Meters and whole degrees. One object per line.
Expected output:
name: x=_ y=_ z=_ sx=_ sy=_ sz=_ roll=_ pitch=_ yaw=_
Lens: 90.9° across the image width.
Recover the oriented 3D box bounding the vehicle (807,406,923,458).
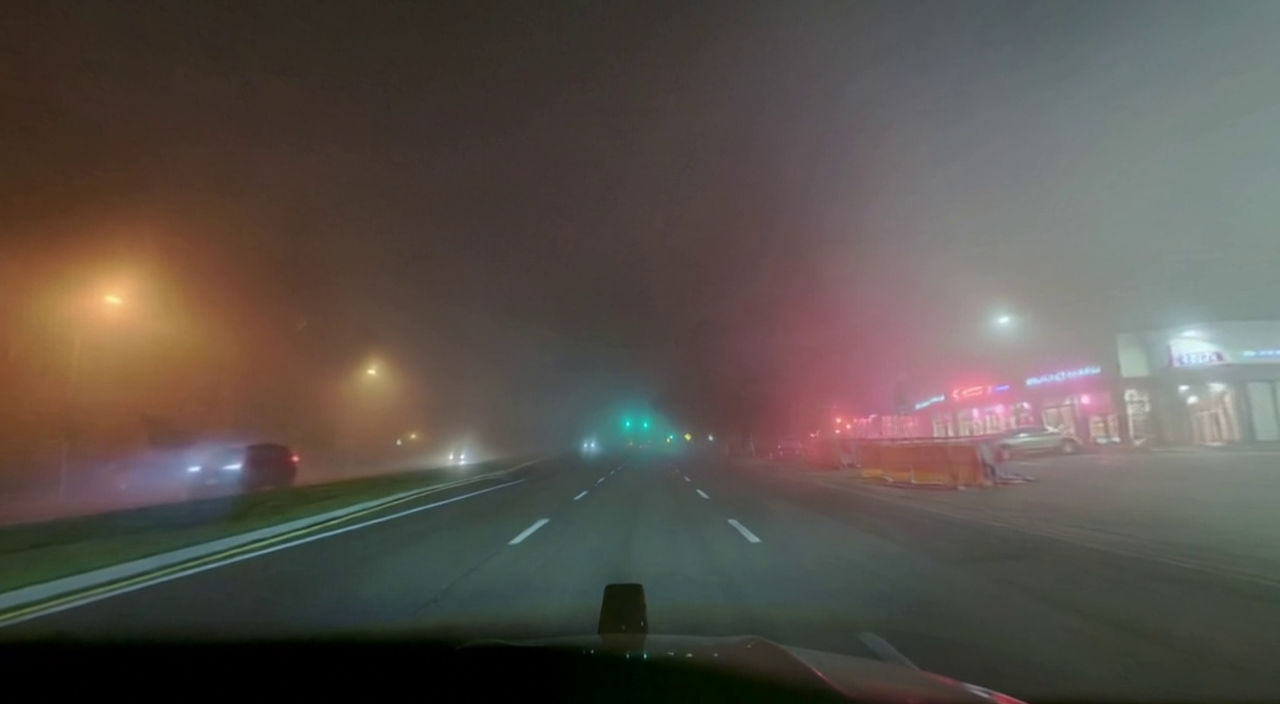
vehicle: x=15.582 y=5.611 z=44.049 sx=6.641 sy=3.391 sz=3.387 roll=-1 pitch=-8 yaw=-5

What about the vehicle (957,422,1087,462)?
vehicle: x=16.906 y=4.004 z=28.038 sx=4.450 sy=1.643 sz=1.996 roll=0 pitch=-8 yaw=-1

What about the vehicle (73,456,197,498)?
vehicle: x=-23.571 y=5.822 z=29.690 sx=1.957 sy=1.672 sz=4.743 roll=0 pitch=-8 yaw=-1

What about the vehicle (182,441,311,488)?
vehicle: x=-15.215 y=4.326 z=24.821 sx=2.015 sy=1.607 sz=5.241 roll=0 pitch=-8 yaw=-4

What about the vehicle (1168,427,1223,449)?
vehicle: x=39.215 y=6.070 z=44.573 sx=1.757 sy=1.439 sz=3.615 roll=-5 pitch=-9 yaw=22
